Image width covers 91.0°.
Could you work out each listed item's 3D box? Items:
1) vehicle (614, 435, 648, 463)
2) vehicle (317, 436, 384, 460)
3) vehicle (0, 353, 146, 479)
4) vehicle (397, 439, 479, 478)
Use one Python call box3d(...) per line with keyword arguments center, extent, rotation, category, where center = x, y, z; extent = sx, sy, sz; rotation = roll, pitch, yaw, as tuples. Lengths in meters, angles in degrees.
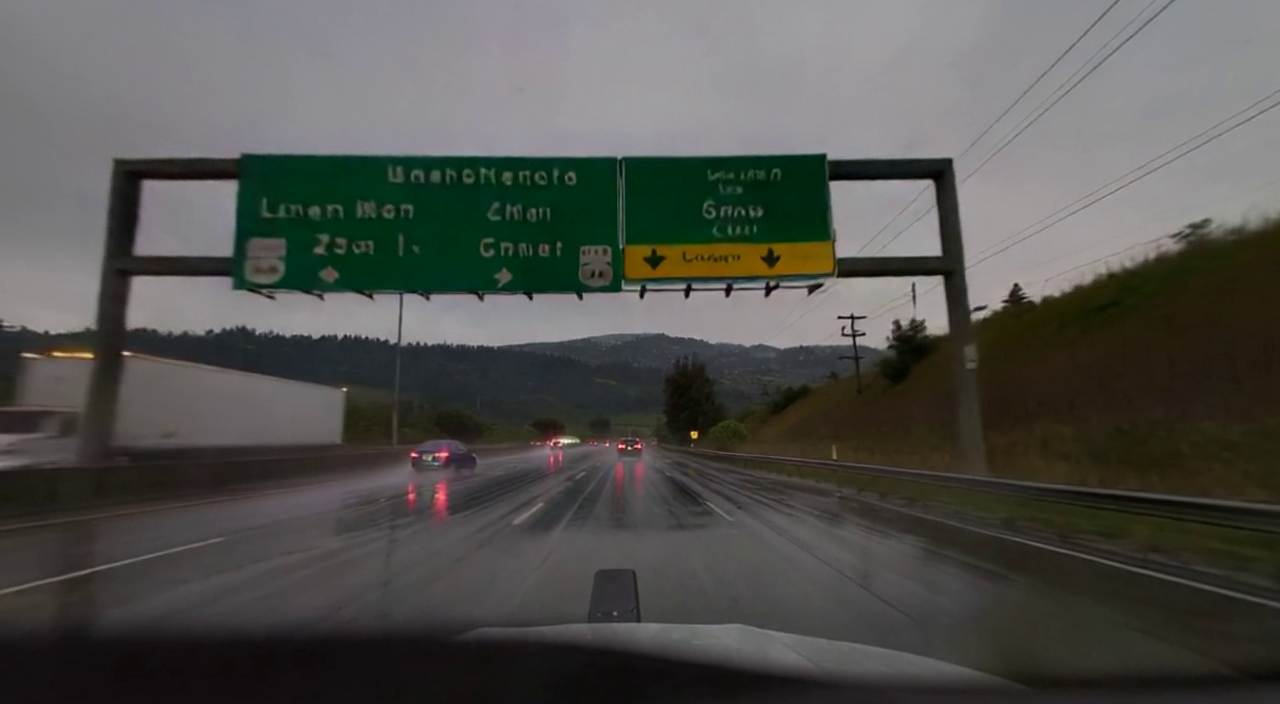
box3d(center=(-0.602, 6.310, 40.934), extent=(2.040, 1.715, 3.906), rotation=(0, -8, -1), category="vehicle")
box3d(center=(-16.972, 5.636, 37.089), extent=(2.045, 1.312, 4.140), rotation=(0, -8, -1), category="vehicle")
box3d(center=(-21.506, 1.916, 19.065), extent=(2.761, 3.920, 13.199), rotation=(0, -8, -2), category="vehicle")
box3d(center=(-8.112, 4.309, 25.776), extent=(1.949, 1.428, 4.408), rotation=(0, -8, -1), category="vehicle")
